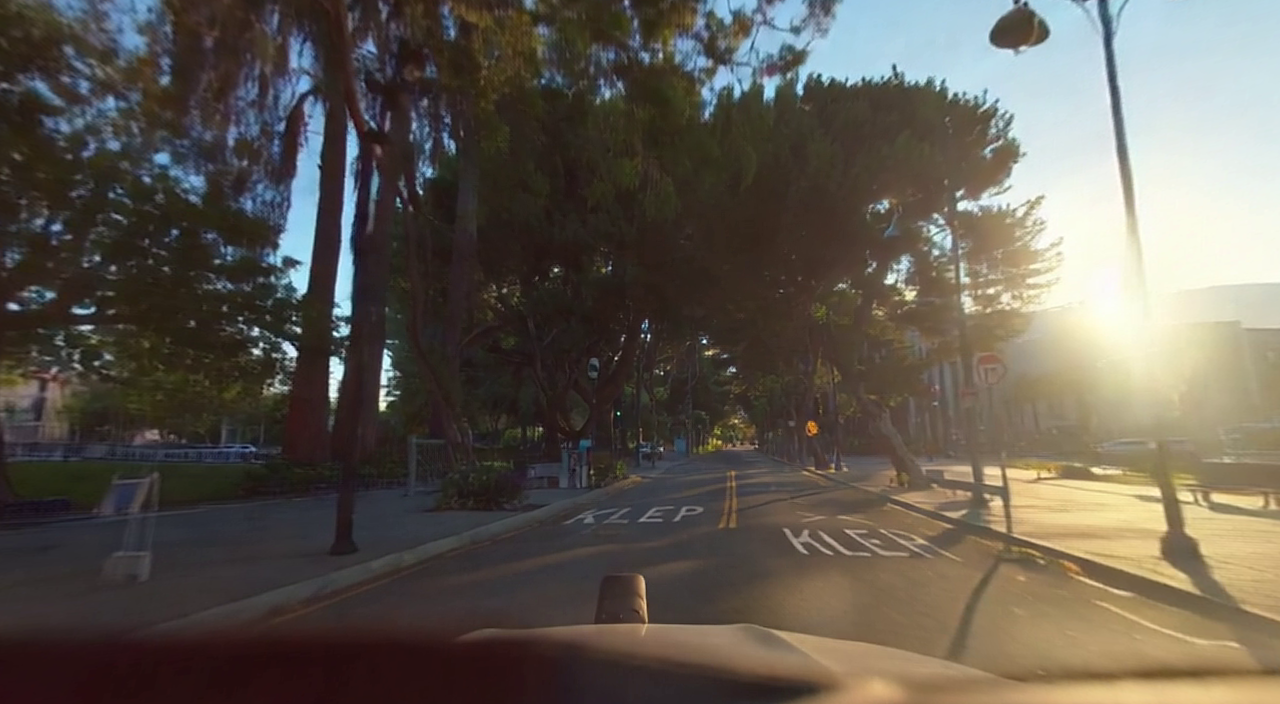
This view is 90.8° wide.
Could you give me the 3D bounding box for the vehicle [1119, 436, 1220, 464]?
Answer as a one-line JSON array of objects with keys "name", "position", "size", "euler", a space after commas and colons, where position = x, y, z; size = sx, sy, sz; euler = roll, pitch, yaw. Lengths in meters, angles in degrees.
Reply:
[{"name": "vehicle", "position": [38.733, 7.196, 46.343], "size": [5.090, 1.925, 2.103], "euler": [-2, -9, 11]}]
